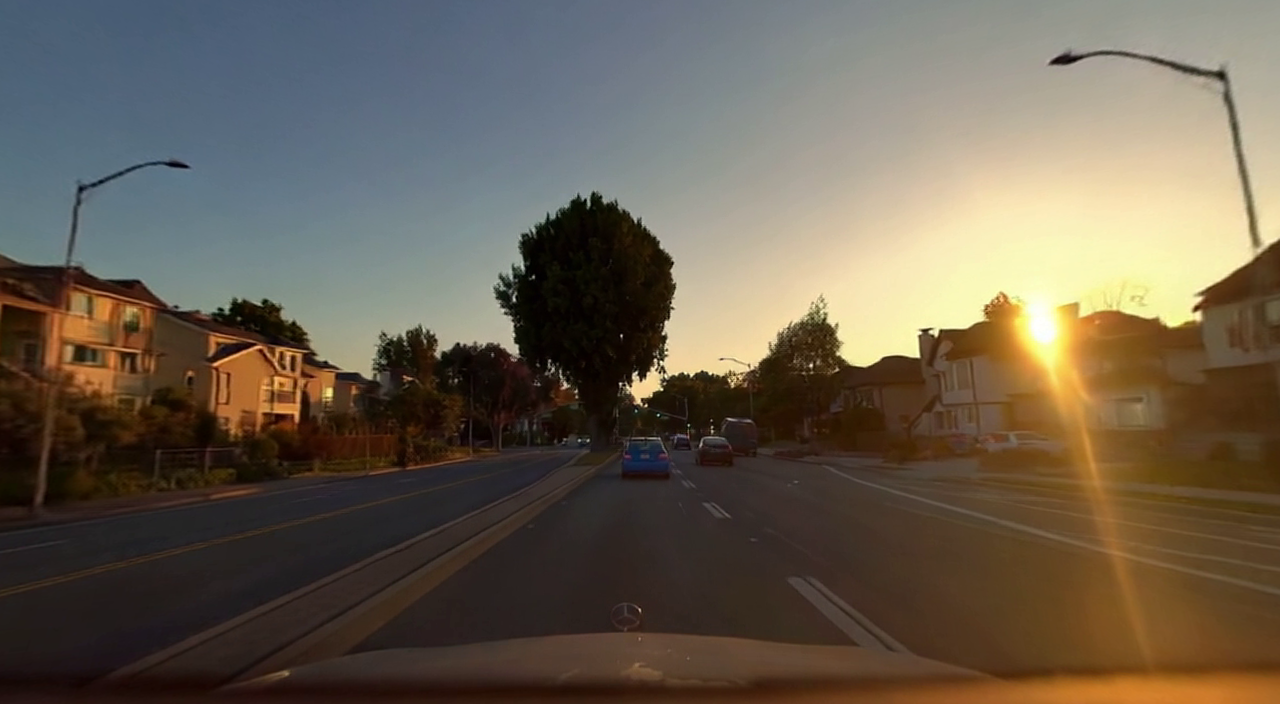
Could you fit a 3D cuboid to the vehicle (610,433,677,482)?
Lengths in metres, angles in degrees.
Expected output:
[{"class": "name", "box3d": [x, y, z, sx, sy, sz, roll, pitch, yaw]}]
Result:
[{"class": "vehicle", "box3d": [0.087, 3.601, 21.693, 2.093, 1.497, 4.010, 0, -9, -1]}]

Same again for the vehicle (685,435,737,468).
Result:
[{"class": "vehicle", "box3d": [3.547, 5.115, 32.565, 2.161, 1.519, 4.568, 0, -9, 0]}]

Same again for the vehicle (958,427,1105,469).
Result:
[{"class": "vehicle", "box3d": [15.213, 3.744, 24.705, 4.456, 1.520, 1.911, 0, -9, -2]}]
